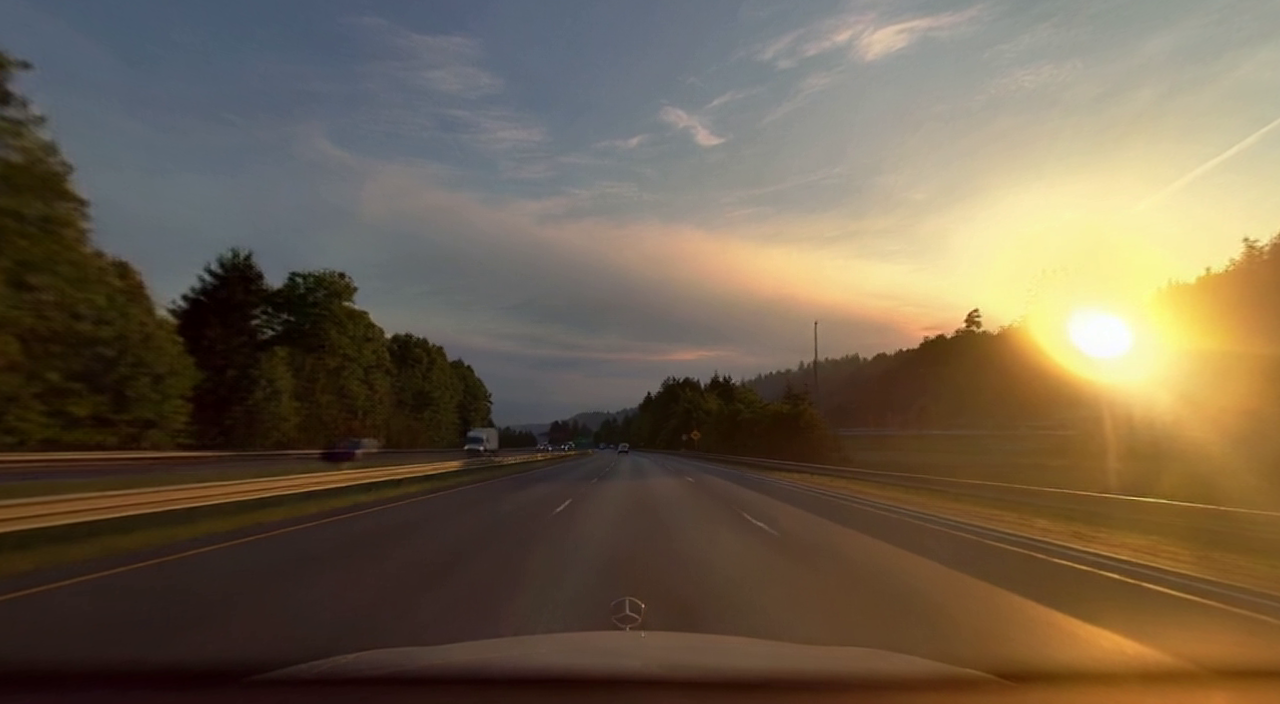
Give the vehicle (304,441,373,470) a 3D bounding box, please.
[{"bbox_3d":[-15.927,5.482,33.461,1.834,1.454,3.628,0,-9,1],"label":"vehicle"}]
